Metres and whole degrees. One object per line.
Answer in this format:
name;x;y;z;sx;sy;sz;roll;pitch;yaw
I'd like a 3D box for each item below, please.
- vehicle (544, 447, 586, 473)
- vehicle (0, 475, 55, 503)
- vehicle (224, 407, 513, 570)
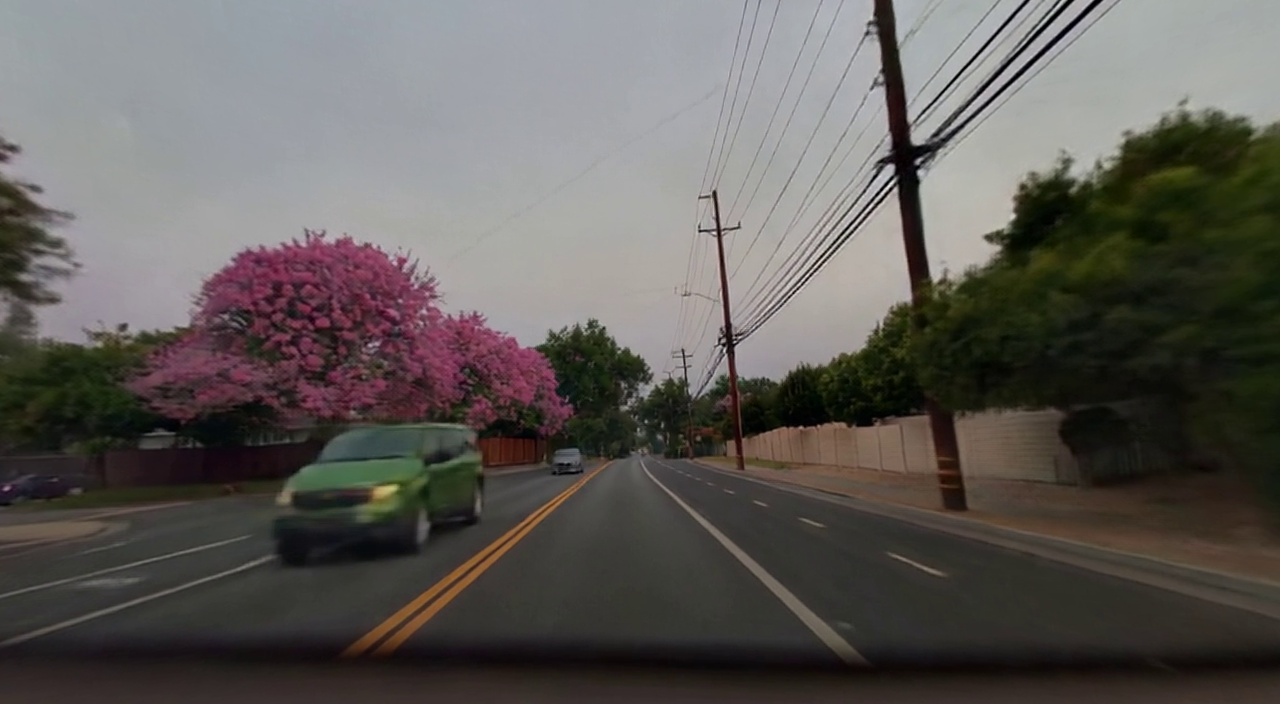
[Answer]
vehicle;-4.500;6.527;38.403;2.074;1.511;4.126;0;-9;0
vehicle;-36.979;8.018;36.891;1.669;1.429;4.145;-2;-8;-1
vehicle;-3.708;1.988;10.042;2.357;1.893;5.084;0;-9;-1
